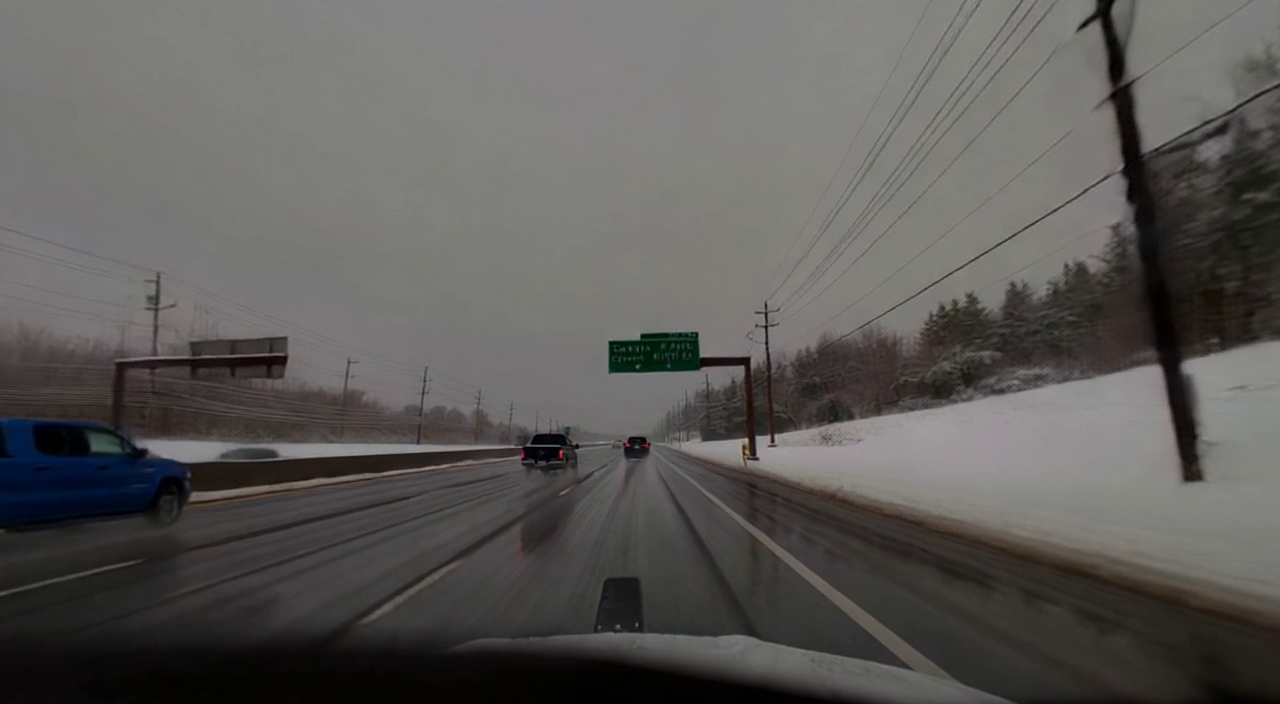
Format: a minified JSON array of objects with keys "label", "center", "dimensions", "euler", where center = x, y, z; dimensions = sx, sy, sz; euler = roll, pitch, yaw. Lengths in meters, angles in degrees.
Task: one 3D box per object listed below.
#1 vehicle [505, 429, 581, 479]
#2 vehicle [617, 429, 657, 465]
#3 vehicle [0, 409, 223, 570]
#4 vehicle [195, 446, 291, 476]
[{"label":"vehicle","center":[-3.747,4.067,25.446],"dimensions":[2.204,1.812,5.289],"euler":[0,-8,0]},{"label":"vehicle","center":[-0.195,6.096,40.561],"dimensions":[2.358,2.144,4.713],"euler":[0,-8,0]},{"label":"vehicle","center":[-7.502,1.562,7.530],"dimensions":[2.013,1.609,4.446],"euler":[0,-8,0]},{"label":"vehicle","center":[-21.105,5.783,33.852],"dimensions":[1.985,1.469,4.807],"euler":[0,-8,0]}]
